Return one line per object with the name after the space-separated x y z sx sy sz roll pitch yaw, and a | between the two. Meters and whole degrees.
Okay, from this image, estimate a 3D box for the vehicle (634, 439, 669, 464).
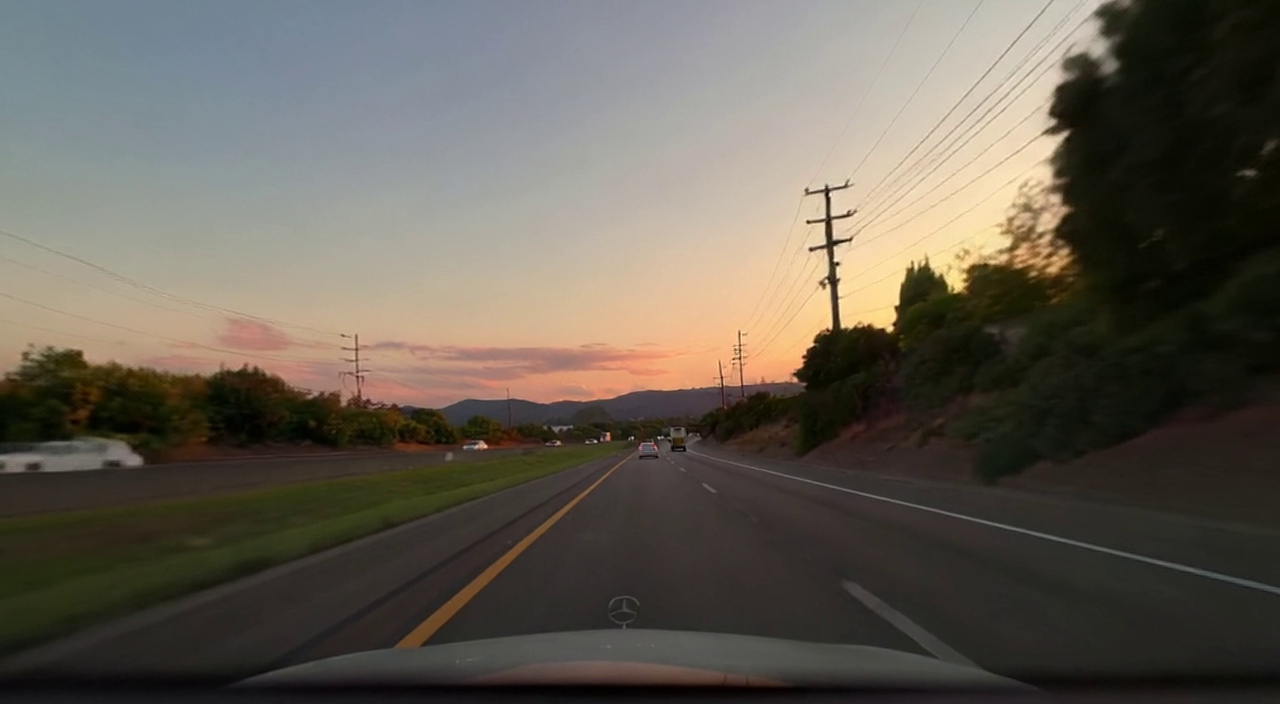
0.781 6.734 42.914 2.192 1.556 4.132 -1 -8 1 | vehicle

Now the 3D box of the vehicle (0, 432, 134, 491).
-21.435 3.924 22.852 2.039 1.874 4.958 -1 -8 0 | vehicle
